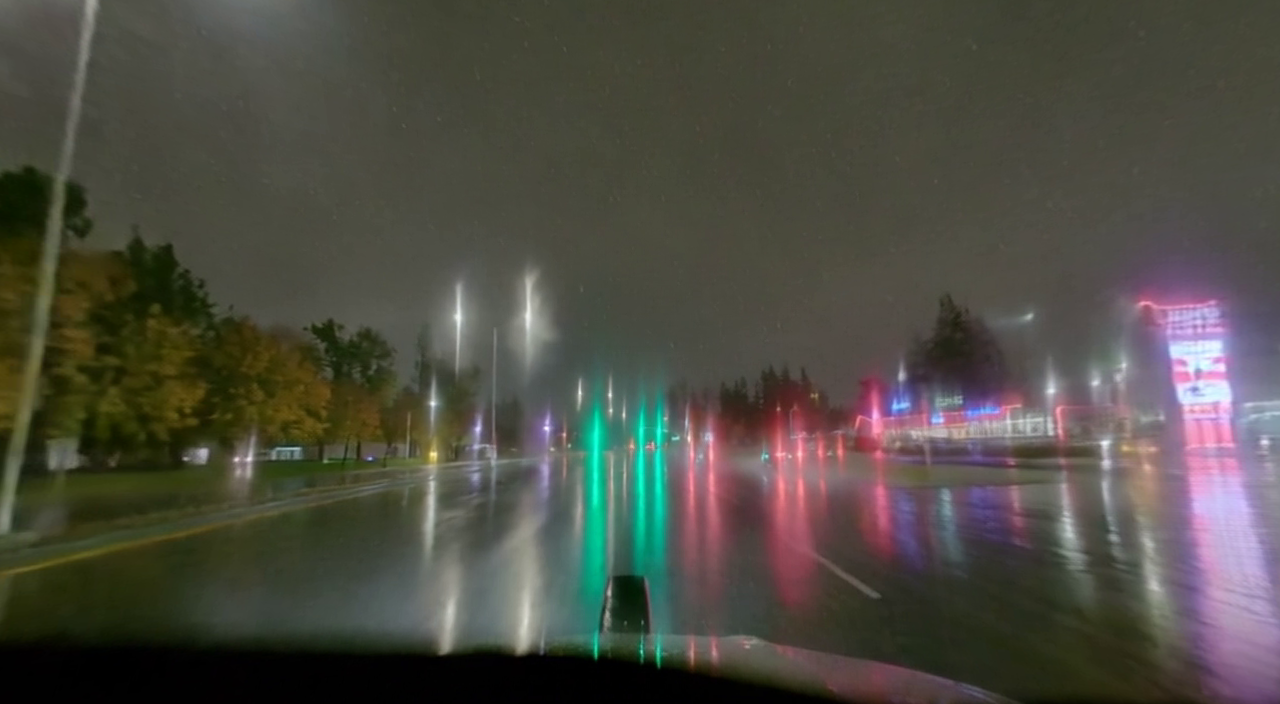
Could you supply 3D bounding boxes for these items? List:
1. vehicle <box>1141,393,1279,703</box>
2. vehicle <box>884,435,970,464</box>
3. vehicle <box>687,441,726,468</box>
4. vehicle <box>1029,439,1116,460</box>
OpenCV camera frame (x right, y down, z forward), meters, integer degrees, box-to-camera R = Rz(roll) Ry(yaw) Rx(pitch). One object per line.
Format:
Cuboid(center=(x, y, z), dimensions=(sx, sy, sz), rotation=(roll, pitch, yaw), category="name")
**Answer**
Cuboid(center=(3.608, 0.679, 0.858), dimensions=(1.995, 1.528, 4.732), rotation=(0, -9, 1), category="vehicle")
Cuboid(center=(18.050, 6.153, 39.774), dimensions=(4.386, 1.701, 2.121), rotation=(-1, -9, 3), category="vehicle")
Cuboid(center=(4.290, 6.706, 41.473), dimensions=(2.007, 1.683, 4.171), rotation=(0, -8, -1), category="vehicle")
Cuboid(center=(32.545, 7.349, 47.526), dimensions=(5.080, 1.504, 1.946), rotation=(-9, -12, 44), category="vehicle")
